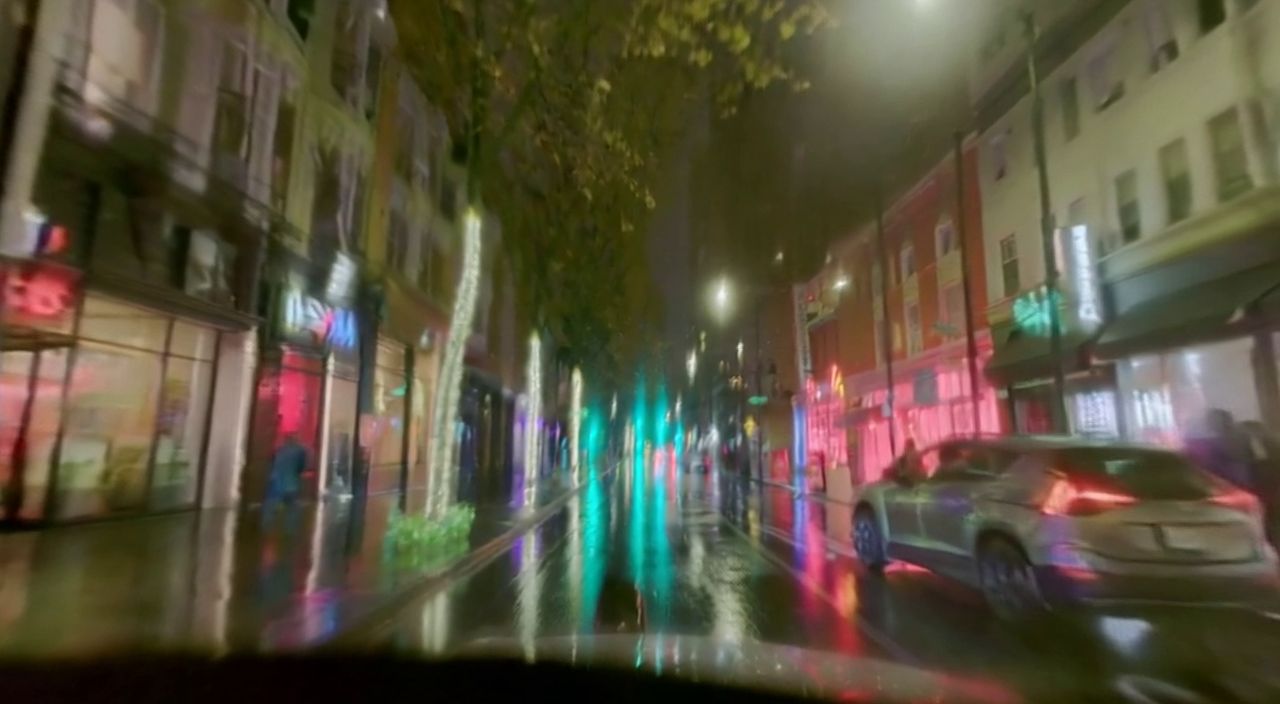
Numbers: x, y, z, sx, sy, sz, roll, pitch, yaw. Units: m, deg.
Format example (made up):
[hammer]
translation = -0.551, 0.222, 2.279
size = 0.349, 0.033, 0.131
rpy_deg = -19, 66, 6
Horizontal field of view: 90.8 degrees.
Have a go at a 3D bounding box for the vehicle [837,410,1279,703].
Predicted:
[vehicle]
translation = 3.474, 1.420, 5.622
size = 1.971, 1.559, 4.326
rpy_deg = 0, -9, -1
